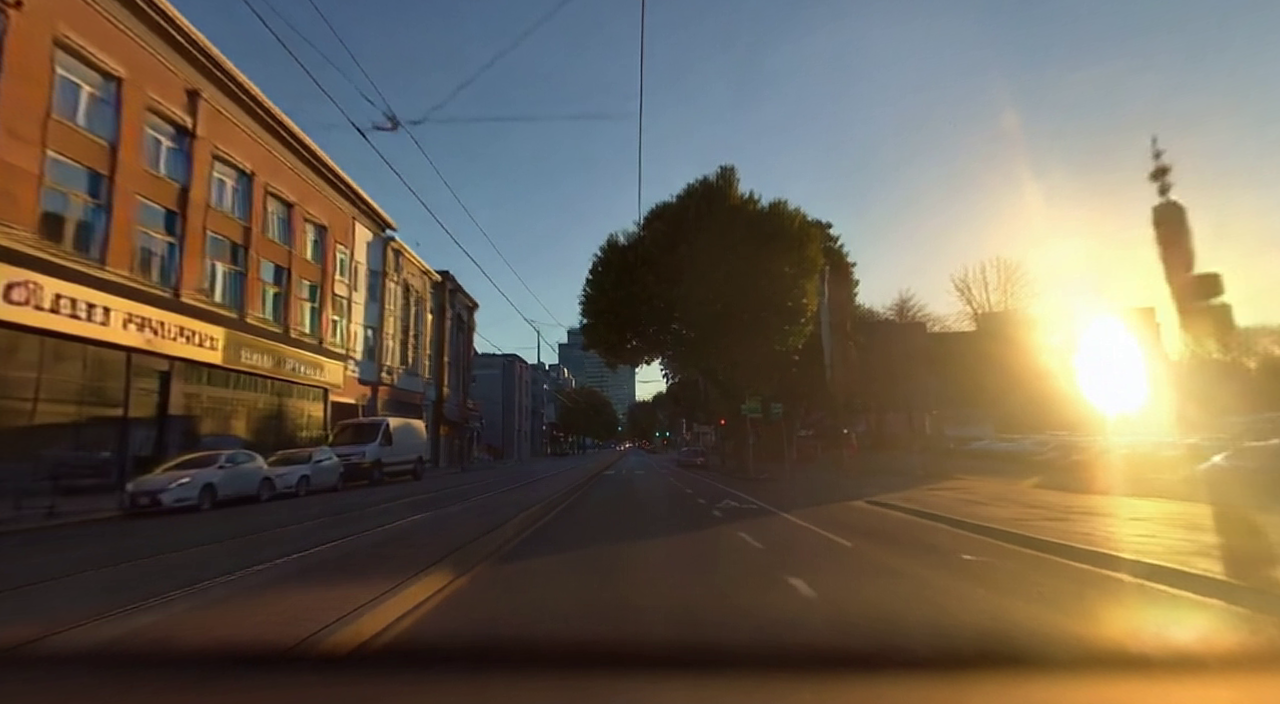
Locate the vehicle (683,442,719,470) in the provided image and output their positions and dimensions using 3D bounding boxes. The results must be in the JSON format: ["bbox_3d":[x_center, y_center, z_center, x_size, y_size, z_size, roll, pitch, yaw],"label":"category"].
[{"bbox_3d":[3.593,6.144,37.510,1.819,1.546,3.681,0,-8,1],"label":"vehicle"}]

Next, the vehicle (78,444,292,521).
[{"bbox_3d":[-10.066,2.862,14.436,1.897,1.464,4.209,1,-8,-3],"label":"vehicle"}]

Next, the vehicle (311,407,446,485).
[{"bbox_3d":[-10.590,3.926,26.553,2.378,2.765,7.920,0,-8,-1],"label":"vehicle"}]

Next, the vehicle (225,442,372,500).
[{"bbox_3d":[-10.169,3.539,19.282,1.789,1.484,4.916,-1,-8,0],"label":"vehicle"}]
